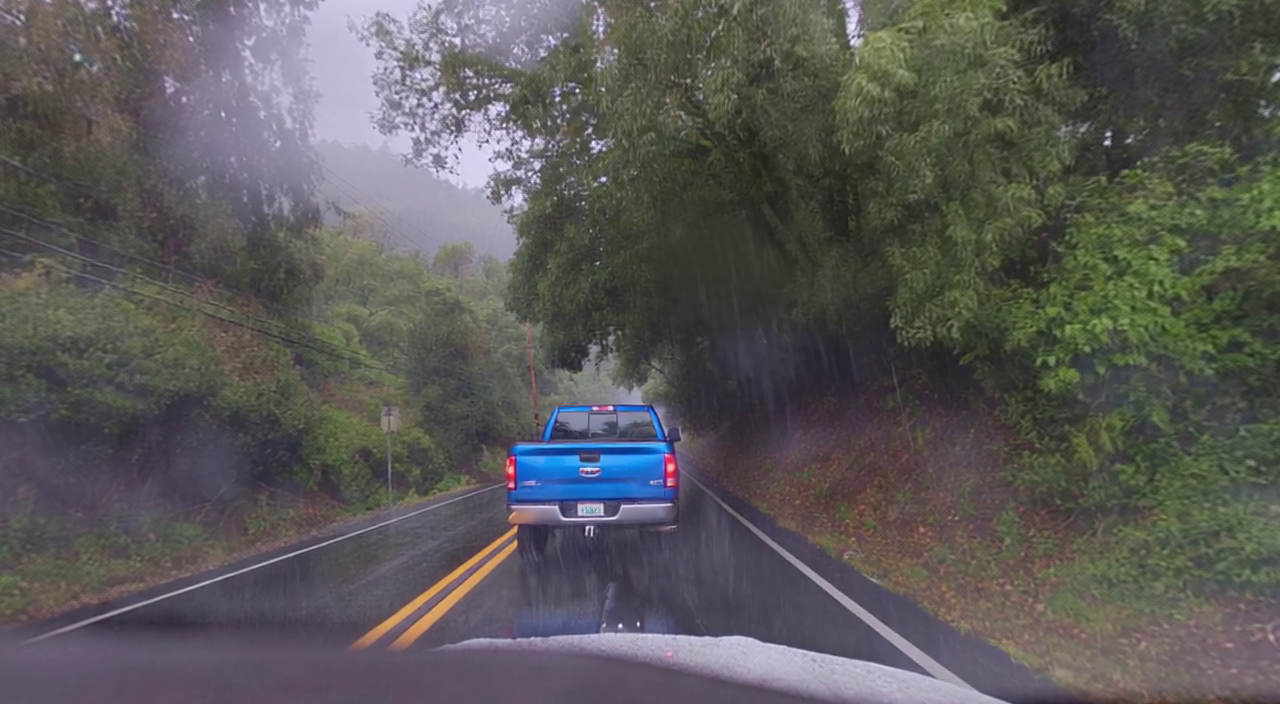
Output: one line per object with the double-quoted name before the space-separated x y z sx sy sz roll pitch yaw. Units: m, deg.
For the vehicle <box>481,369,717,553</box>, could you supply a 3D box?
"vehicle" -0.526 1.749 10.688 2.837 2.223 5.885 0 -8 -1
